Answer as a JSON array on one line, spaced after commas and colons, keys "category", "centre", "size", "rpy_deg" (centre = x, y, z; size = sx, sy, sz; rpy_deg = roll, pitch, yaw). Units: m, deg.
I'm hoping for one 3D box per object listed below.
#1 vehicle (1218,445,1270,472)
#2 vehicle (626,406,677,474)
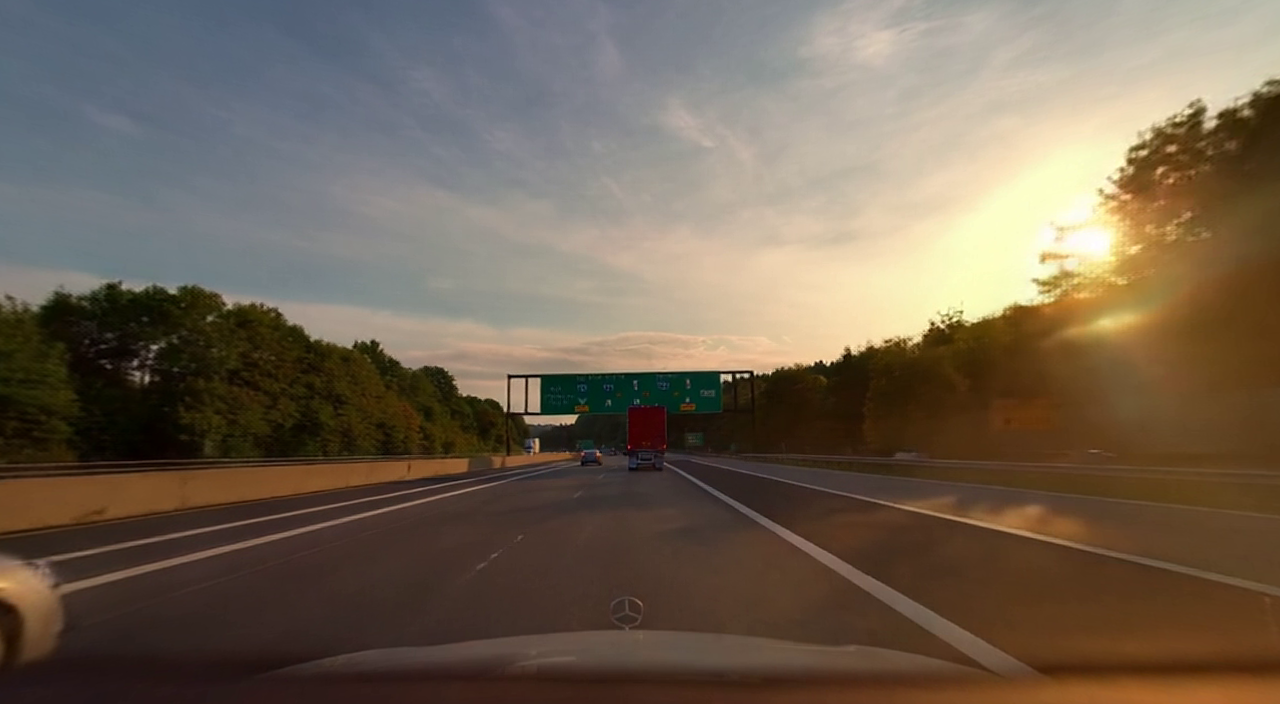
[{"category": "vehicle", "centre": [35.681, 6.247, 37.175], "size": [1.958, 1.442, 4.396], "rpy_deg": [-8, -12, 44]}, {"category": "vehicle", "centre": [0.700, 6.043, 42.963], "size": [3.022, 4.072, 10.318], "rpy_deg": [0, -9, 0]}]
